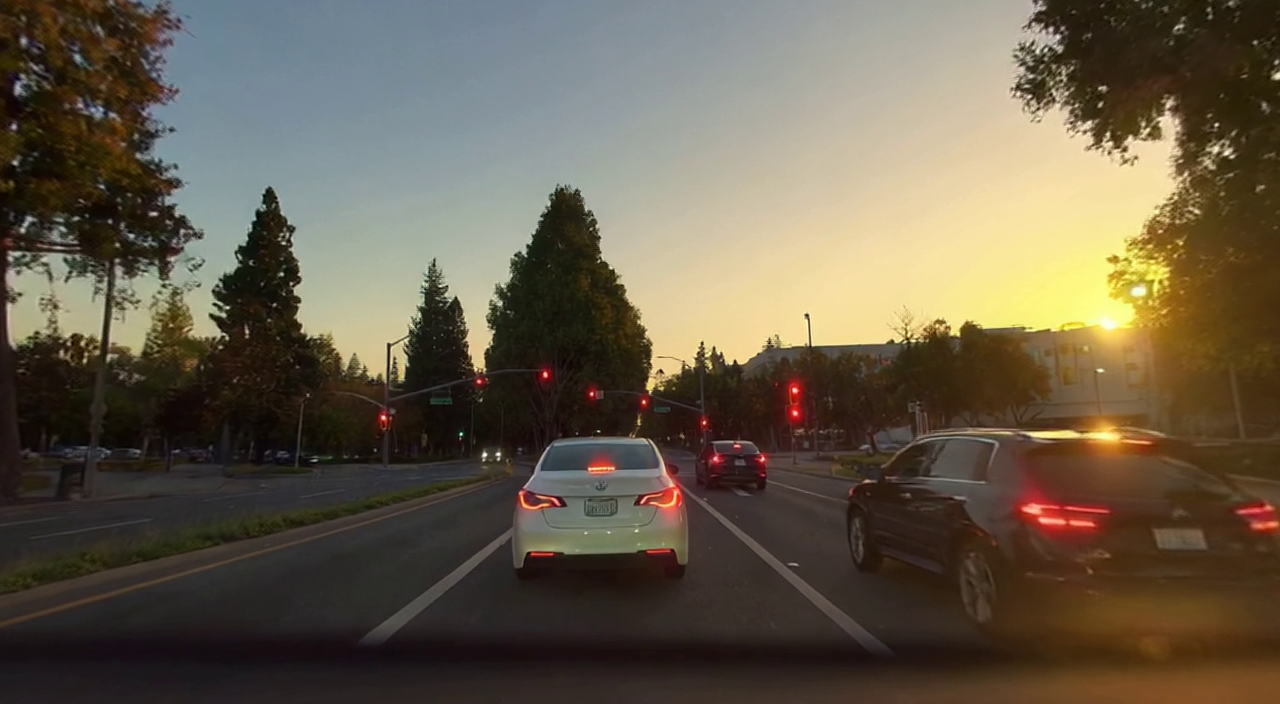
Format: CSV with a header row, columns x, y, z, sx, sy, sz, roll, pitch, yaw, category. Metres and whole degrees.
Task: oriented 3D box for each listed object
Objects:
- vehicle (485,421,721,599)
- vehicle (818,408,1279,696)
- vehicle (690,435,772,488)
x,y,z,sx,sy,sz,roll,pitch,yaw,category
-0.348,1.613,7.222,2.006,1.487,3.535,0,-9,-1,vehicle
3.169,1.354,5.484,1.910,1.474,4.263,0,-9,-1,vehicle
2.873,3.553,20.834,1.874,1.556,4.116,0,-9,-3,vehicle
